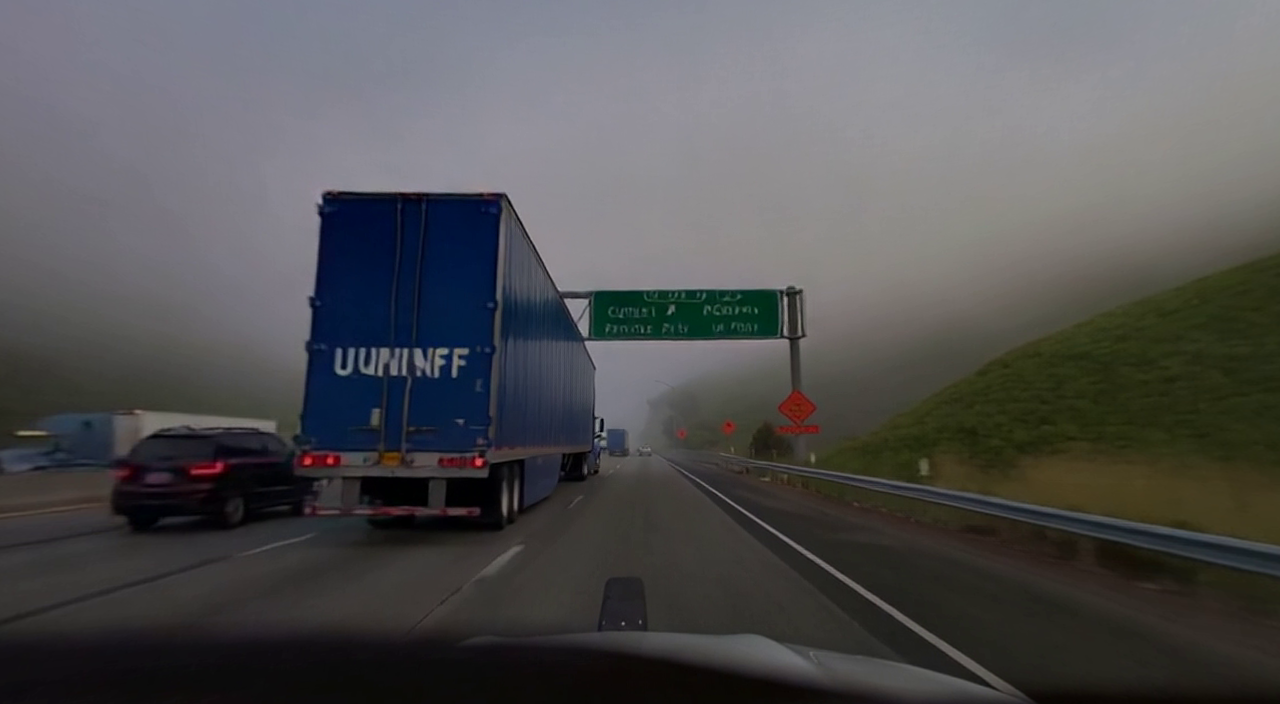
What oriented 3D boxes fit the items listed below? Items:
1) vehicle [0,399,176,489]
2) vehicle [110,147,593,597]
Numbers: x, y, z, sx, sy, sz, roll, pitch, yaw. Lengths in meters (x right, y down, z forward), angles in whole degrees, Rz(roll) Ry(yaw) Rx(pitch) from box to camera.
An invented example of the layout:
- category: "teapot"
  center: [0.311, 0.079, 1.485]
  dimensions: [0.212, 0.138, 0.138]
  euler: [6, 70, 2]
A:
- category: "vehicle"
  center: [-27.731, 4.536, 31.421]
  dimensions: [2.981, 3.863, 8.250]
  euler: [0, -8, -2]
- category: "vehicle"
  center: [-3.247, 1.242, 14.110]
  dimensions: [3.202, 4.352, 16.251]
  euler: [0, -8, 0]
